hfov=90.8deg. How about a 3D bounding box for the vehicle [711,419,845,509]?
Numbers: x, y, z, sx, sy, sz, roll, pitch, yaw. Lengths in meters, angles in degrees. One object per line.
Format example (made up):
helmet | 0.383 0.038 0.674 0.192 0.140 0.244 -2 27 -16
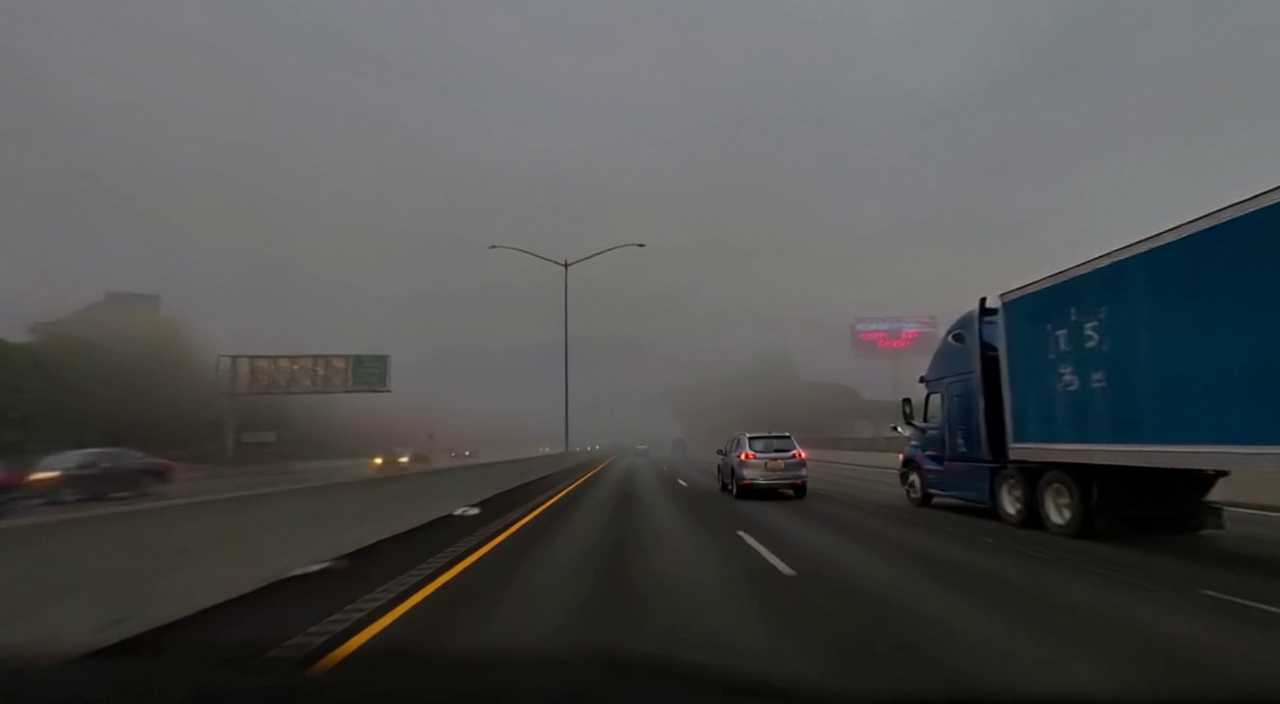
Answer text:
vehicle | 2.906 2.490 14.444 1.973 1.710 4.476 0 -8 -1

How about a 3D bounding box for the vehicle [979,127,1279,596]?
vehicle | 7.075 -0.325 2.816 2.864 4.060 14.637 0 -8 -1

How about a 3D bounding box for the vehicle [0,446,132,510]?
vehicle | -18.233 3.696 19.011 1.967 1.682 4.682 0 -8 0

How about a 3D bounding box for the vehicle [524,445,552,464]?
vehicle | -7.758 7.781 48.279 1.554 1.386 3.320 0 -8 -1

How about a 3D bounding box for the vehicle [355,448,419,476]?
vehicle | -14.592 6.339 36.732 1.883 1.466 4.636 0 -8 0
